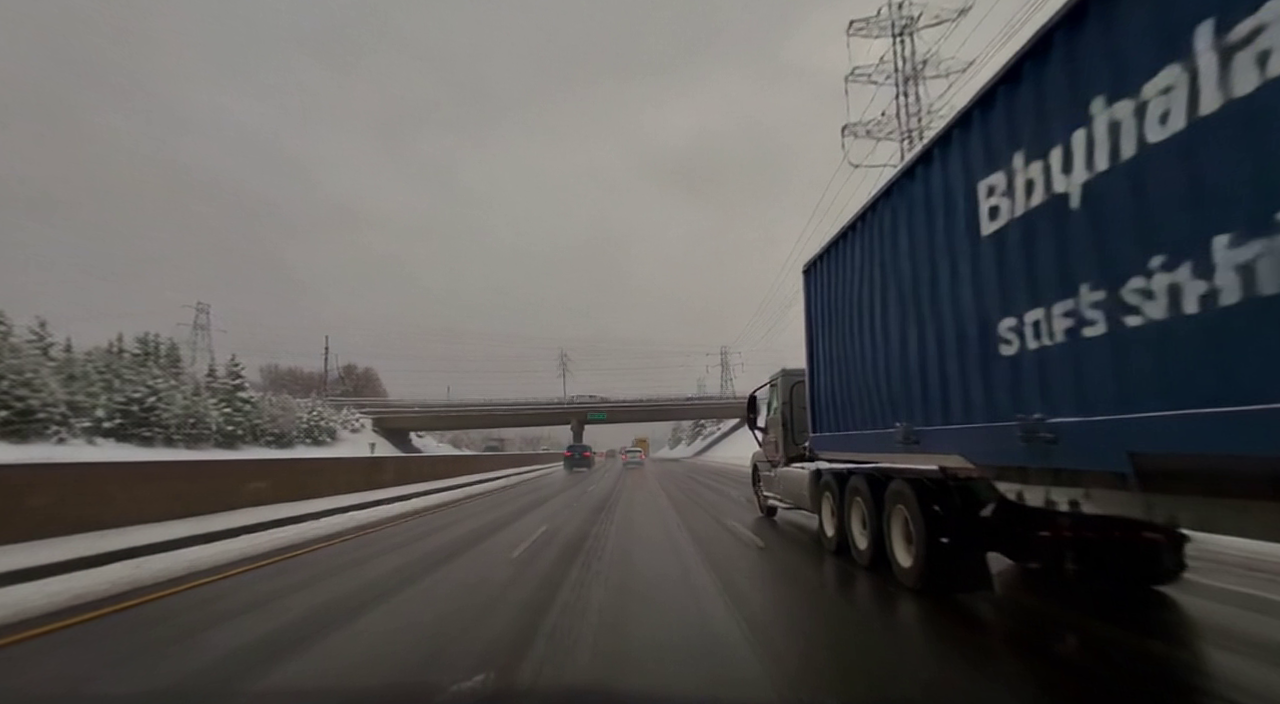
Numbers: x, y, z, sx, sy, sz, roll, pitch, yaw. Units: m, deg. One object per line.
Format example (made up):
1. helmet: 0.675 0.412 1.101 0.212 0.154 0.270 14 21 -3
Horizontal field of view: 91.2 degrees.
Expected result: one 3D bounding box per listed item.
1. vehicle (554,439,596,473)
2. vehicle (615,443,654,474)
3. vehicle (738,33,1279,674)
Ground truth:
1. vehicle: -3.884 6.362 38.545 2.077 1.884 4.961 0 -9 0
2. vehicle: -0.286 5.857 34.663 2.004 1.615 4.113 0 -9 0
3. vehicle: 3.813 0.625 8.801 3.011 3.930 10.078 0 -9 -1
